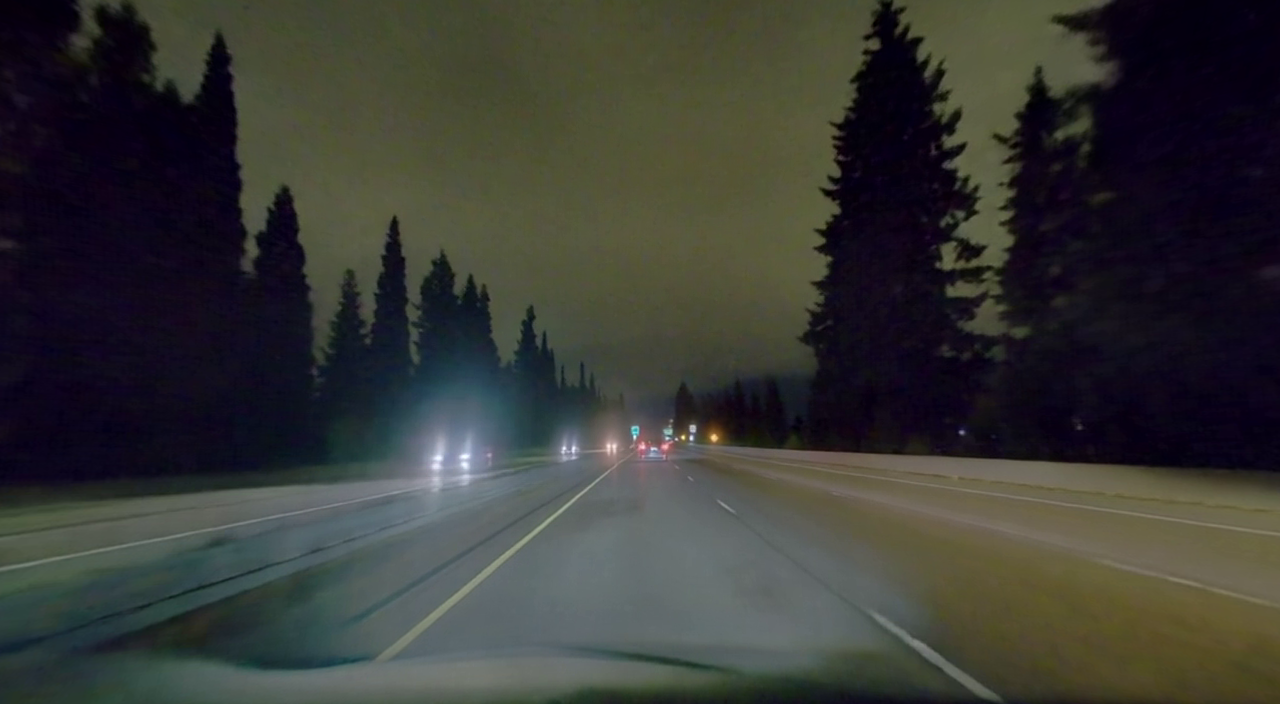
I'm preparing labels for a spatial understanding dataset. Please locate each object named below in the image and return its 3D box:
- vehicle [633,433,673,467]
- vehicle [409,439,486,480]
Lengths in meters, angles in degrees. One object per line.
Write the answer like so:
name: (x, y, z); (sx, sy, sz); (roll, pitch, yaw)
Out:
vehicle: (0.790, 5.945, 38.373); (2.301, 1.944, 4.554); (0, -8, 1)
vehicle: (-7.998, 4.490, 26.590); (1.861, 1.535, 4.353); (0, -8, 0)
